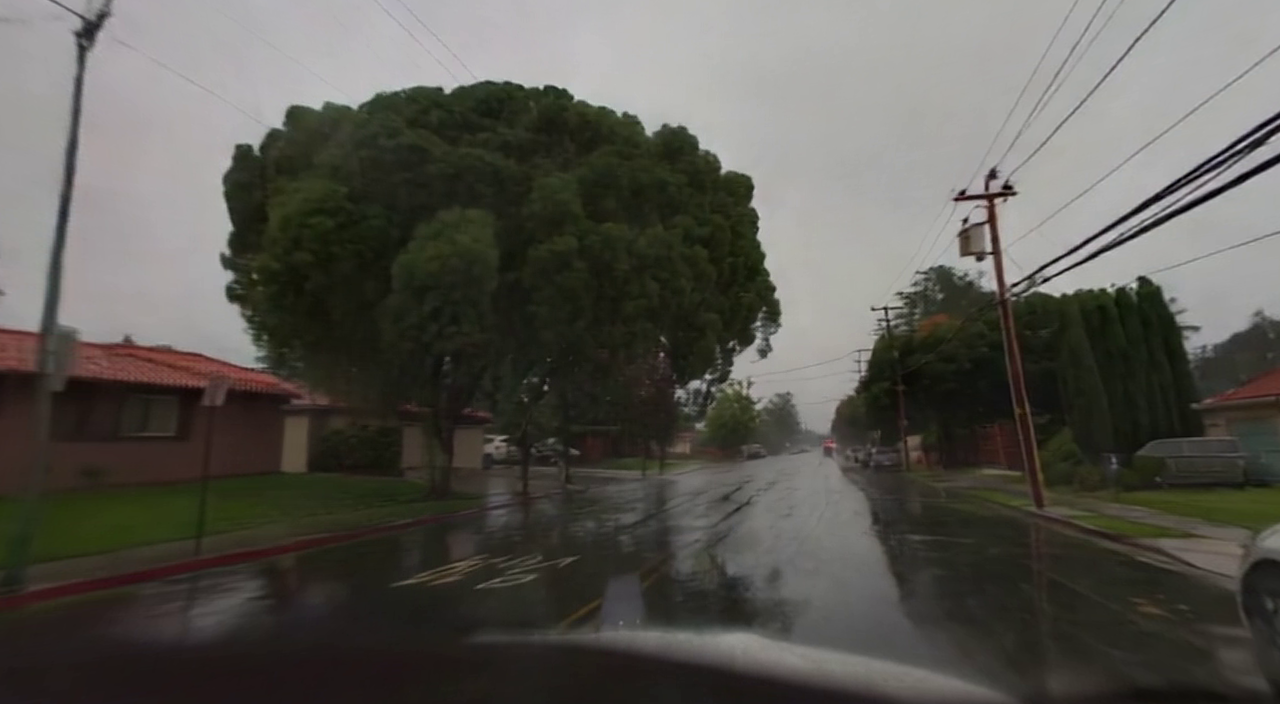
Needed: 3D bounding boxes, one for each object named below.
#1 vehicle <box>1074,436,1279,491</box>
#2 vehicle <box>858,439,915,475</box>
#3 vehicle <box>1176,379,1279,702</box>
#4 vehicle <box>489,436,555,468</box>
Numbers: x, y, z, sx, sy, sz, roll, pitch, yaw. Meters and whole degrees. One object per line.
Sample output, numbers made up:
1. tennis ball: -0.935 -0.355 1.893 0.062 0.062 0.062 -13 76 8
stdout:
1. vehicle: 15.980 3.268 18.727 4.625 1.501 2.011 -3 -9 16
2. vehicle: 13.685 5.817 35.403 2.114 1.858 5.144 -2 -9 12
3. vehicle: 4.064 0.793 1.795 2.067 1.747 4.522 -3 -9 16
4. vehicle: -7.157 6.176 38.985 2.034 1.829 5.161 -3 -10 14
